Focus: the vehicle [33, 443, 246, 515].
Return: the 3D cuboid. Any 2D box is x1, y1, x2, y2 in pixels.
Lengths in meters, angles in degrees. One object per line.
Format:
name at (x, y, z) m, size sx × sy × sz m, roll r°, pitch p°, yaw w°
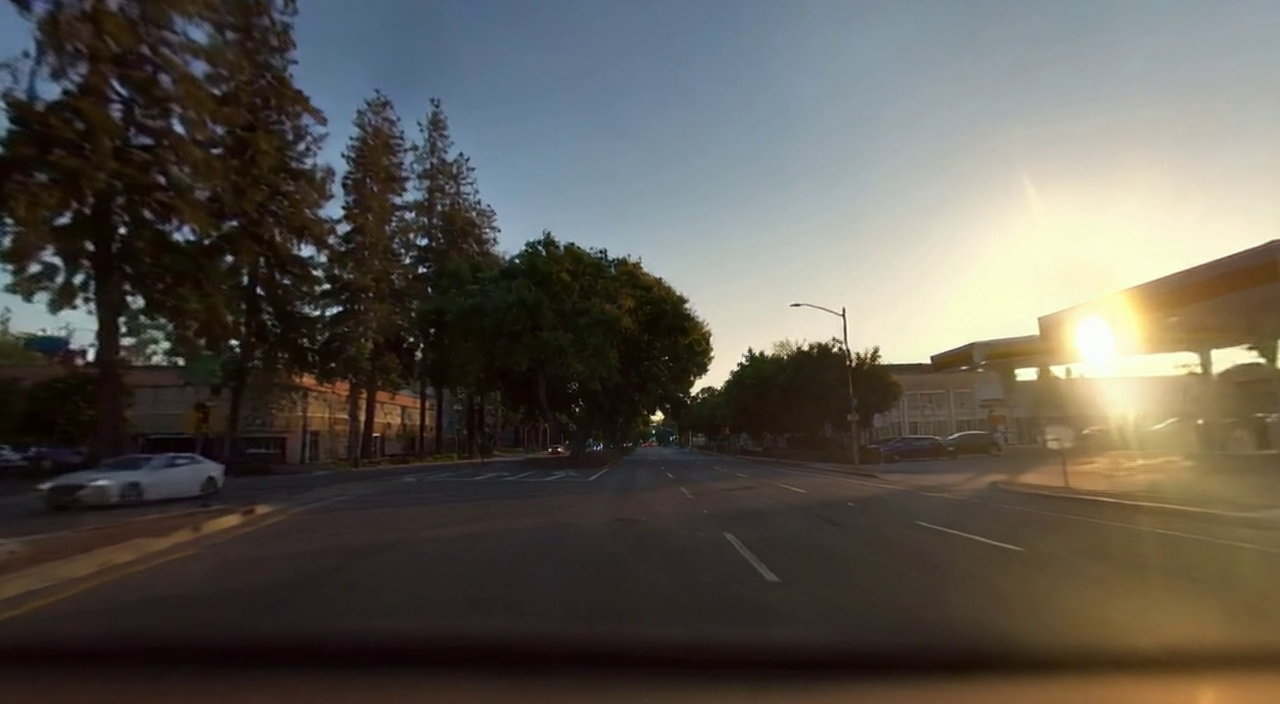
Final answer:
vehicle at (-11.923, 2.995, 15.515) m, size 1.725 × 1.507 × 4.251 m, roll 0°, pitch -8°, yaw 0°
